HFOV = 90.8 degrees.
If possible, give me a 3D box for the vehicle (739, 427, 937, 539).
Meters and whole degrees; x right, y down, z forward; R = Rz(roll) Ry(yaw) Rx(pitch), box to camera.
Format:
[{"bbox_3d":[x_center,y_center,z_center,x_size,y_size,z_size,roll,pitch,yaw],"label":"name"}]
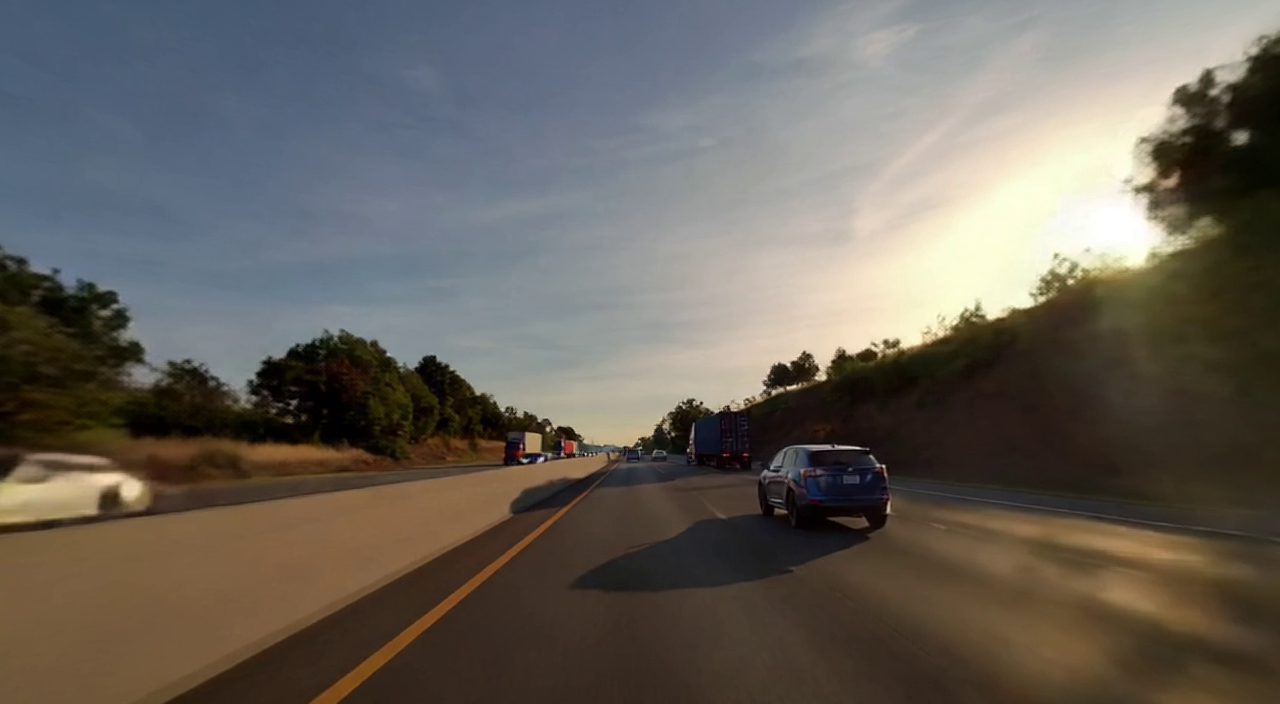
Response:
[{"bbox_3d":[3.353,2.328,11.853,2.130,1.658,4.537,0,-9,-2],"label":"vehicle"}]
